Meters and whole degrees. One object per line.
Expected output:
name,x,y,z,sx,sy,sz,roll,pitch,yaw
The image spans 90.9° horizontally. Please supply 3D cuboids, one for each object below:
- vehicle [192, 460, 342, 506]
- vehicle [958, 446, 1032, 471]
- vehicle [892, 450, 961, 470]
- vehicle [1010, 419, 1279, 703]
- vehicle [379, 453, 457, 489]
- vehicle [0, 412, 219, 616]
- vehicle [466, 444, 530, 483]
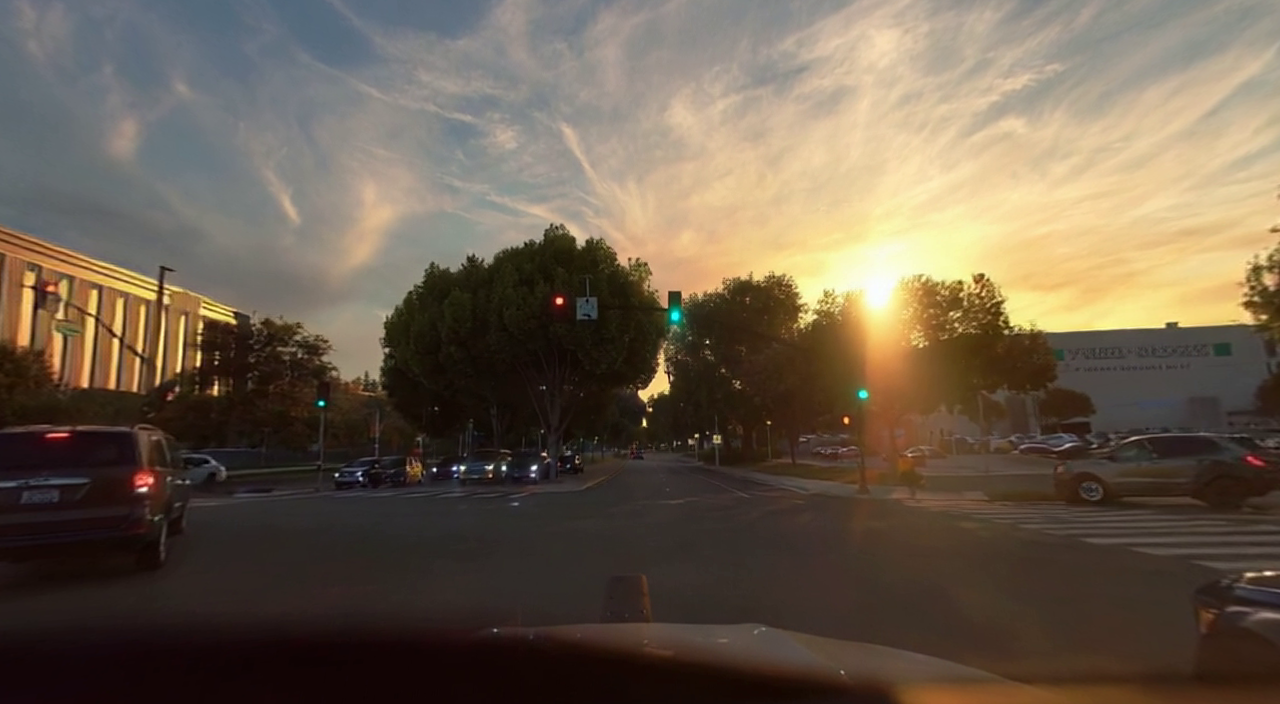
vehicle,-14.354,5.027,24.655,2.011,1.480,4.747,-3,-9,20
vehicle,21.509,6.453,38.237,3.576,1.425,1.702,2,-9,-11
vehicle,20.586,7.778,45.382,4.120,1.340,1.654,-1,-9,5
vehicle,3.610,0.977,2.241,1.966,1.490,4.429,0,-9,1
vehicle,-10.604,5.711,30.558,2.041,1.548,4.868,0,-9,0
vehicle,-6.779,1.741,7.693,2.000,1.789,4.638,4,-9,-26
vehicle,-7.137,5.665,32.299,2.081,1.818,4.782,0,-9,1
